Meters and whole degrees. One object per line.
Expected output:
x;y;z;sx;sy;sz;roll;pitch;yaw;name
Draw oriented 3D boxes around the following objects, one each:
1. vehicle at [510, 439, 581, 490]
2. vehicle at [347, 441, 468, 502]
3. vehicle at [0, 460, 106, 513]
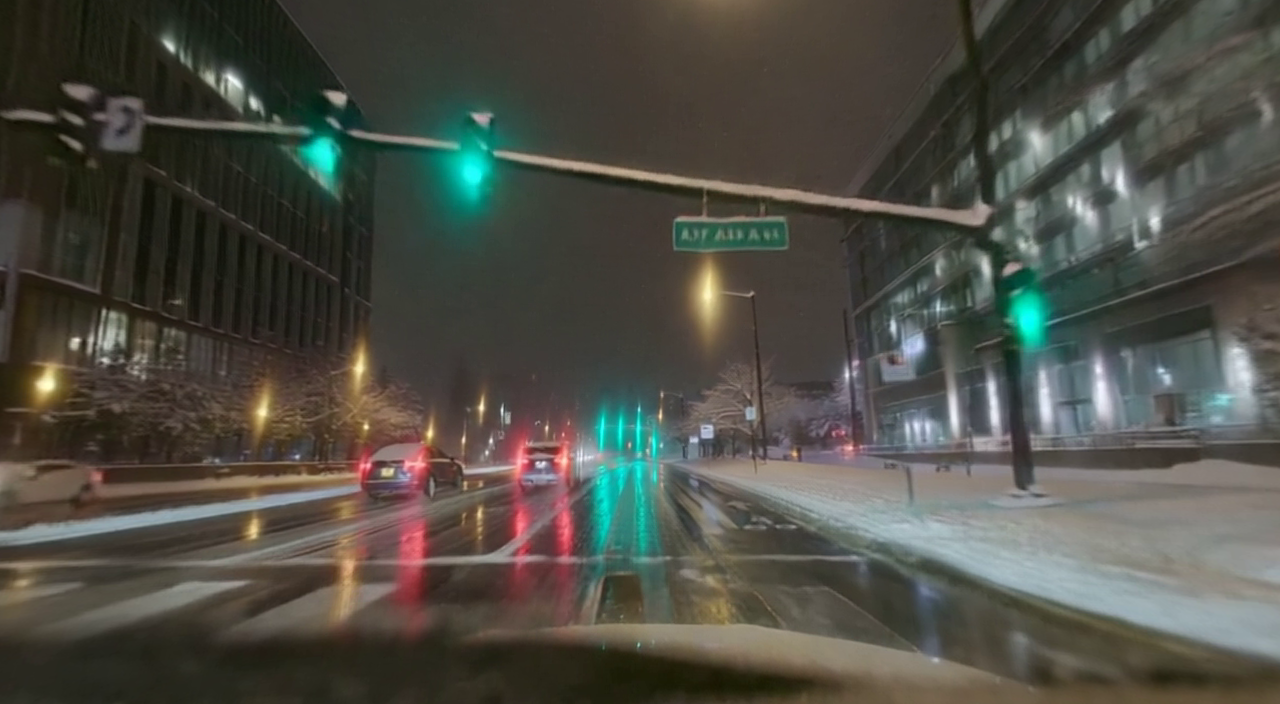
-3.430;4.164;23.706;2.052;1.729;4.195;0;-8;0;vehicle
-6.895;3.559;19.343;1.909;1.605;4.561;0;-8;1;vehicle
-20.830;4.414;20.912;2.050;1.519;4.736;0;-8;2;vehicle
